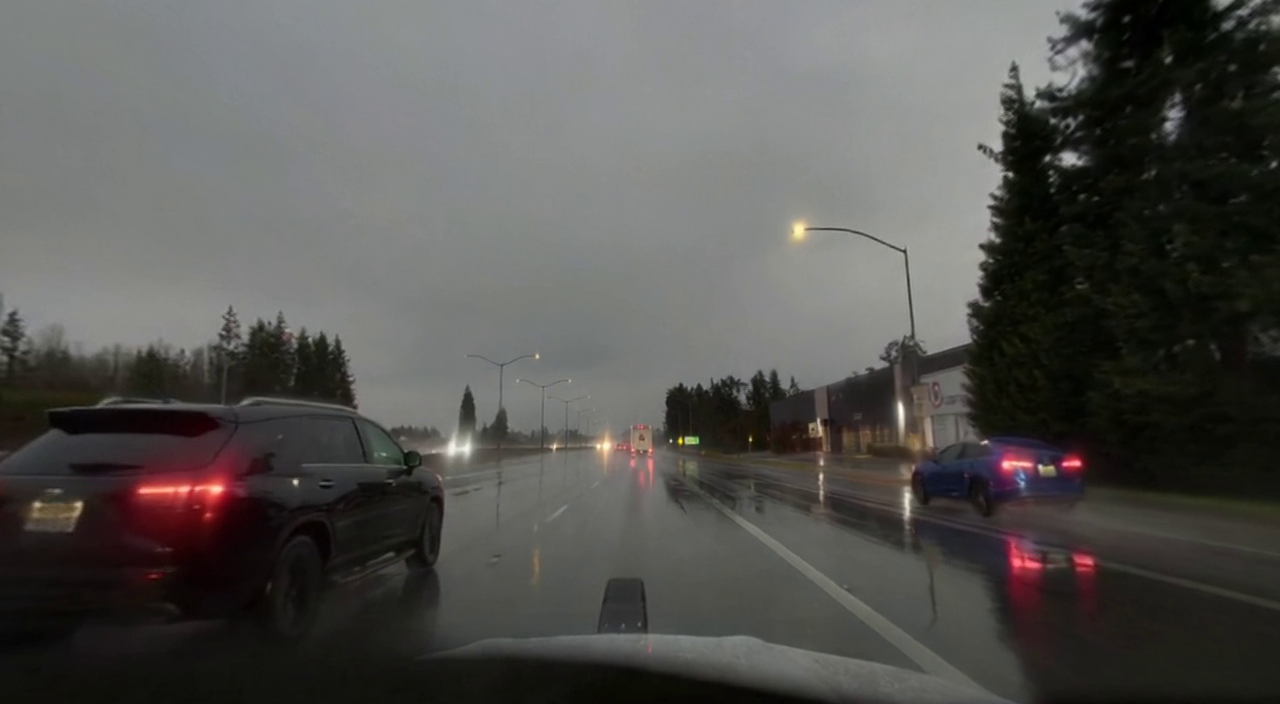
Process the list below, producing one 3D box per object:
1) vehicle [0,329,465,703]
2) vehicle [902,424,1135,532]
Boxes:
[{"bbox_3d":[-3.253,1.164,5.190,2.178,1.826,4.933,0,-9,0],"label":"vehicle"},{"bbox_3d":[6.856,2.301,12.040,1.958,1.681,4.109,0,-9,2],"label":"vehicle"}]
